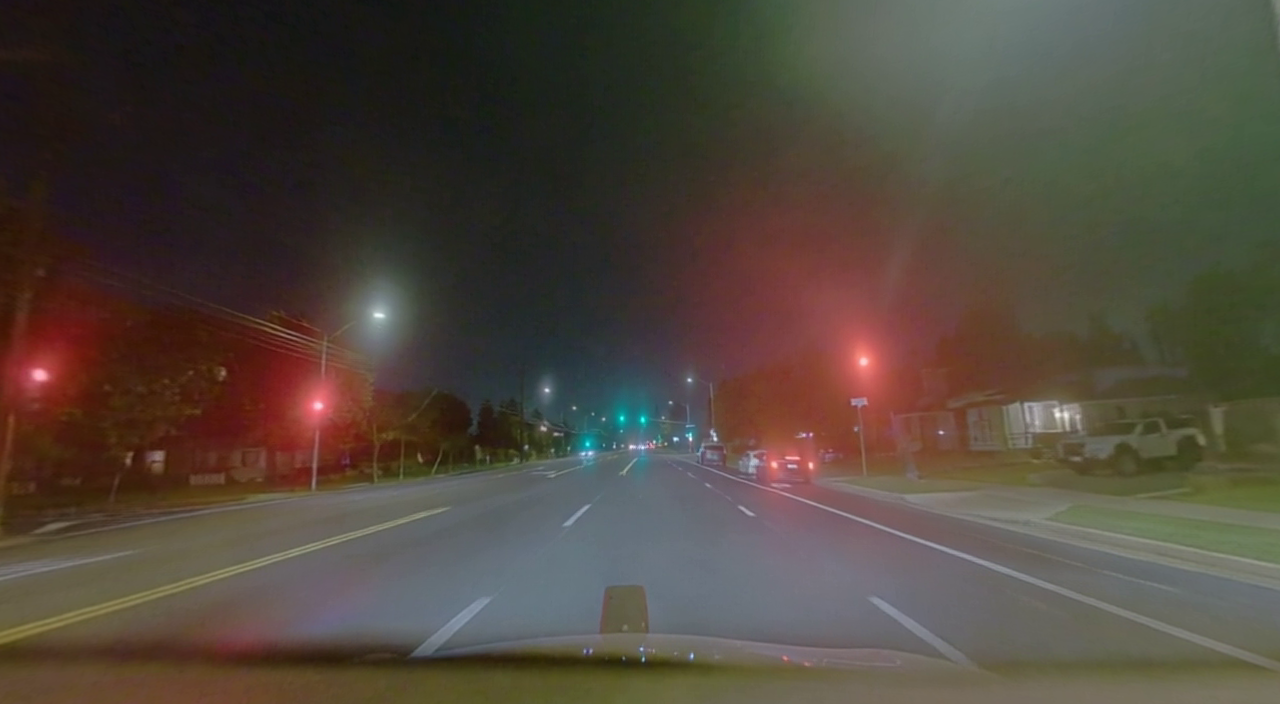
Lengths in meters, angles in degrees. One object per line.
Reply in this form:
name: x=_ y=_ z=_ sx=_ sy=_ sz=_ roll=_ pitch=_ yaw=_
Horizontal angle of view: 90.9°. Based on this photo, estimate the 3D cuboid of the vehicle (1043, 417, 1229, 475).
vehicle: x=14.559 y=2.782 z=18.700 sx=3.769 sy=1.598 sz=1.987 roll=0 pitch=-8 yaw=1

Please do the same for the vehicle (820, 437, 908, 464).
vehicle: x=13.011 y=5.745 z=36.784 sx=4.461 sy=1.461 sz=1.805 roll=0 pitch=-8 yaw=-1

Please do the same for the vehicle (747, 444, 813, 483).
vehicle: x=5.824 y=4.676 z=26.817 sx=1.855 sy=1.520 sz=4.808 roll=0 pitch=-8 yaw=2
